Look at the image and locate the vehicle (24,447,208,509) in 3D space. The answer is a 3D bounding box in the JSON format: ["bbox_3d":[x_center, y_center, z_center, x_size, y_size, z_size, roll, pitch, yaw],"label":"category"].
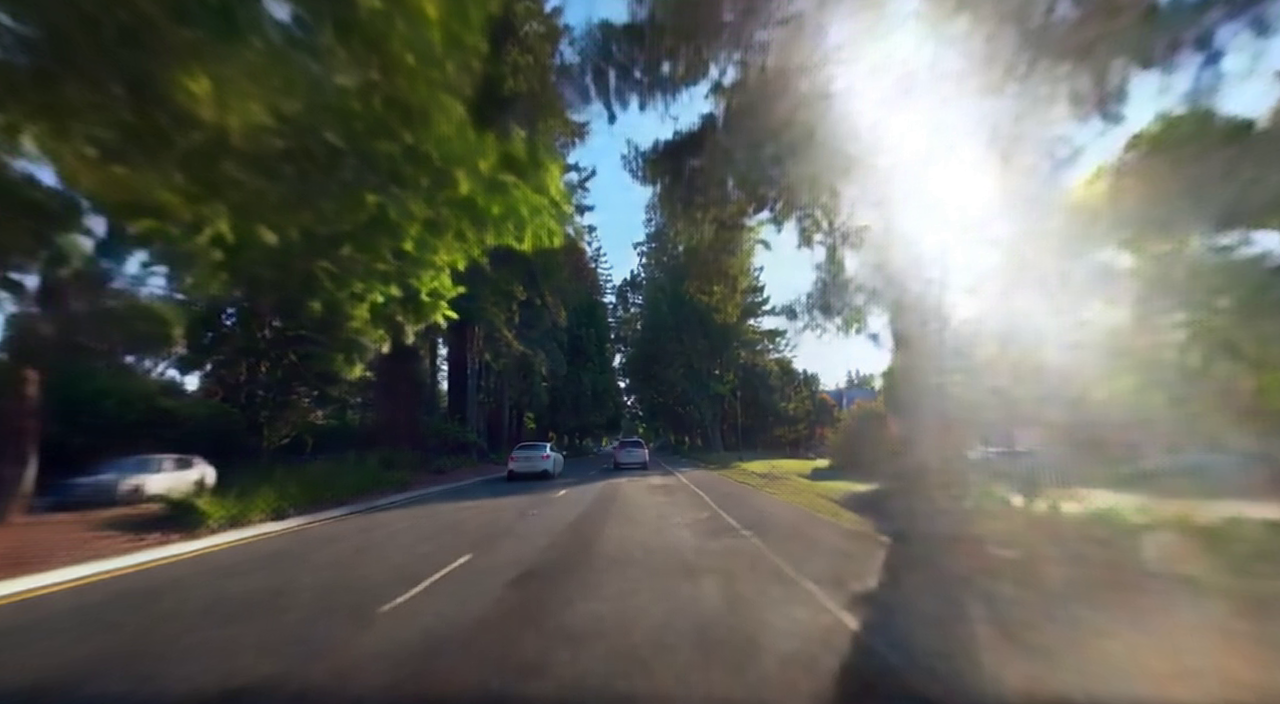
[{"bbox_3d":[-16.343,3.895,20.105,1.896,1.712,4.523,0,-8,0],"label":"vehicle"}]

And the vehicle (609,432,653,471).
[{"bbox_3d":[-0.458,4.907,31.269,2.018,1.769,3.897,0,-8,-1],"label":"vehicle"}]

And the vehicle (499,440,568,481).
[{"bbox_3d":[-4.086,4.221,24.873,1.917,1.448,4.178,0,-8,1],"label":"vehicle"}]

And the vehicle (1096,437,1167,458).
[{"bbox_3d":[33.583,6.540,43.181,3.531,1.422,1.598,1,-9,-5],"label":"vehicle"}]
